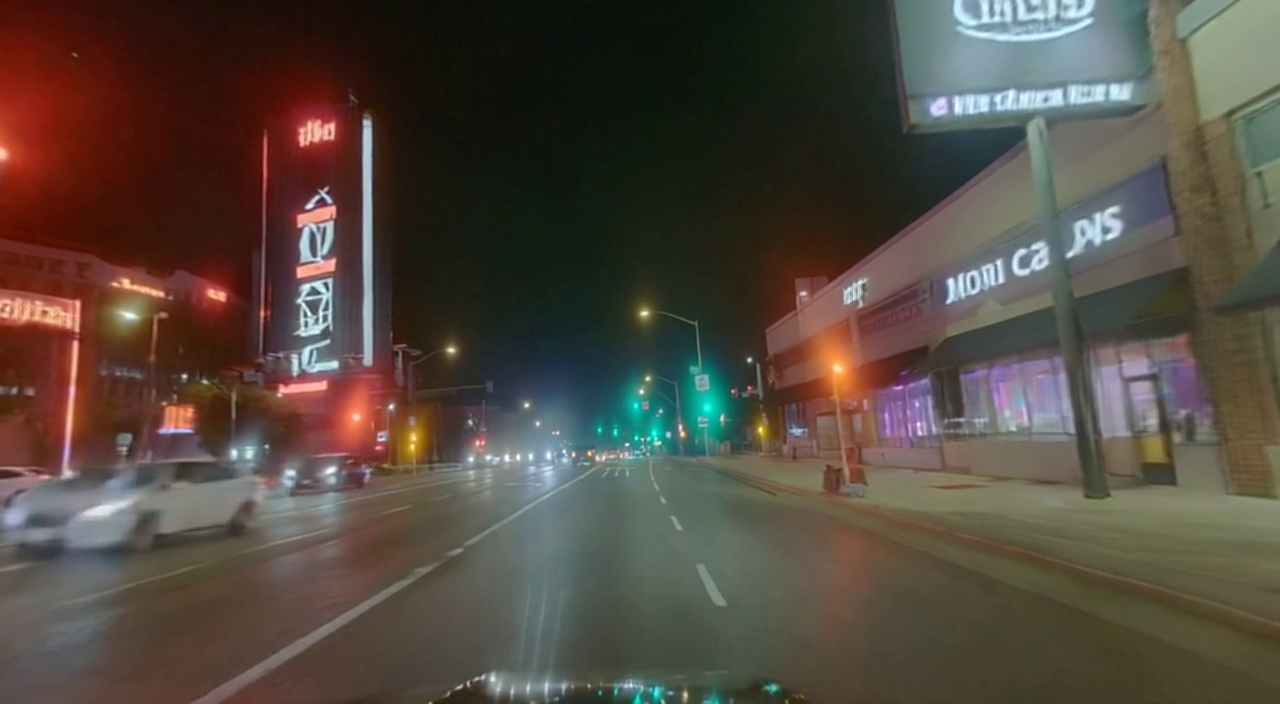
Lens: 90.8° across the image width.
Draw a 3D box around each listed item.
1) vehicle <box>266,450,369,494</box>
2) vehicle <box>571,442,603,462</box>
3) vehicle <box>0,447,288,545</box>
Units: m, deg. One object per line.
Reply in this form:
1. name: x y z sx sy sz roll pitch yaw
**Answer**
1. vehicle: -12.599 4.675 25.029 1.876 1.530 4.198 0 -8 0
2. vehicle: -3.900 7.460 47.266 1.962 1.420 4.021 0 -8 1
3. vehicle: -9.653 2.752 12.910 1.994 1.550 5.009 0 -8 0
